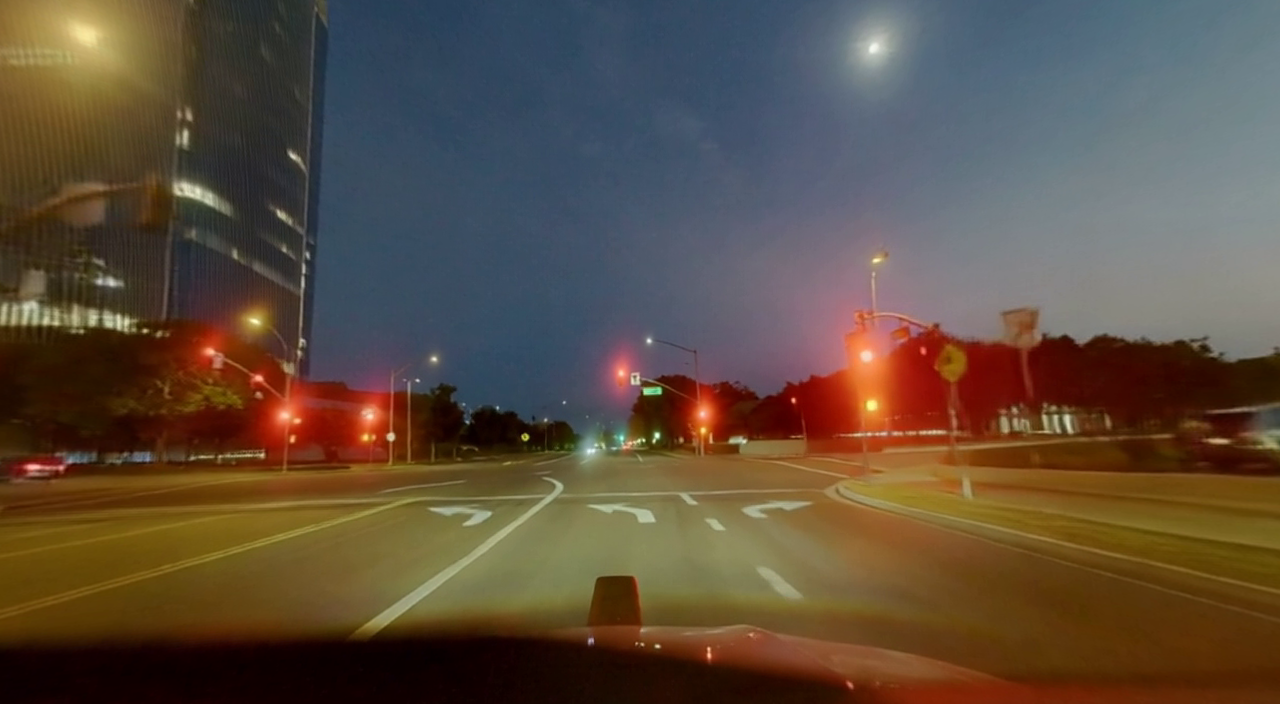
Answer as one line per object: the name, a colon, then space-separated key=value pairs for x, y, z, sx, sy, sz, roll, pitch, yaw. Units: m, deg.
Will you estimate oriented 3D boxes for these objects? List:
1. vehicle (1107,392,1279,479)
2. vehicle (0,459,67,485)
vehicle: x=11.989 y=1.586 z=11.960 sx=4.670 sy=1.476 sz=2.042 roll=0 pitch=-8 yaw=0
vehicle: x=-38.960 y=7.435 z=39.253 sx=4.660 sy=1.478 sz=2.007 roll=0 pitch=-9 yaw=-3
